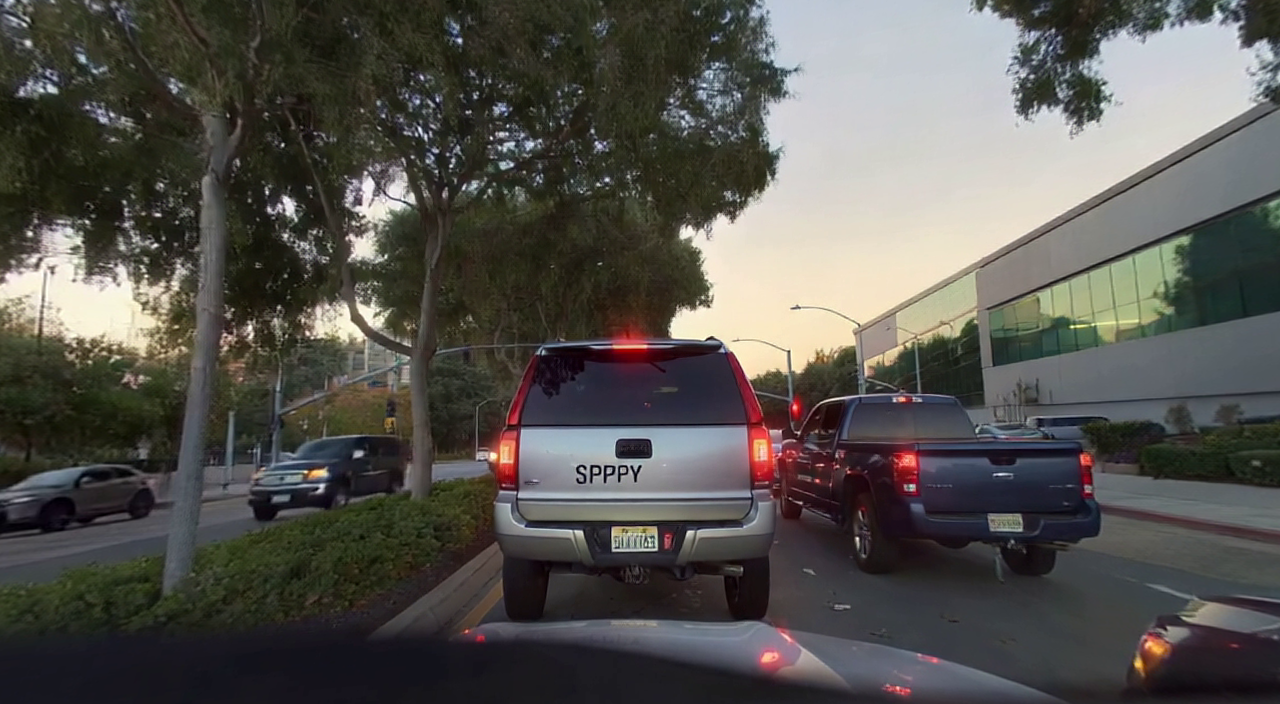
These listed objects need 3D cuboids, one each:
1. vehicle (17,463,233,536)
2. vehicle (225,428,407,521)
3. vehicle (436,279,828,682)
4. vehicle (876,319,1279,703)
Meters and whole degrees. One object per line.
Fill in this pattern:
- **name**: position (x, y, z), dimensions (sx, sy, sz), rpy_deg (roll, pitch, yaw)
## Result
- **vehicle**: position (-16.006, 4.556, 20.210), dimensions (2.214, 1.815, 5.613), rpy_deg (0, -8, -1)
- **vehicle**: position (-8.439, 3.215, 17.217), dimensions (2.136, 2.109, 5.377), rpy_deg (0, -8, -1)
- **vehicle**: position (0.007, 1.037, 5.971), dimensions (2.267, 2.372, 4.366), rpy_deg (0, -8, 2)
- **vehicle**: position (3.080, 0.983, 3.461), dimensions (2.022, 1.700, 4.410), rpy_deg (0, -8, 3)
